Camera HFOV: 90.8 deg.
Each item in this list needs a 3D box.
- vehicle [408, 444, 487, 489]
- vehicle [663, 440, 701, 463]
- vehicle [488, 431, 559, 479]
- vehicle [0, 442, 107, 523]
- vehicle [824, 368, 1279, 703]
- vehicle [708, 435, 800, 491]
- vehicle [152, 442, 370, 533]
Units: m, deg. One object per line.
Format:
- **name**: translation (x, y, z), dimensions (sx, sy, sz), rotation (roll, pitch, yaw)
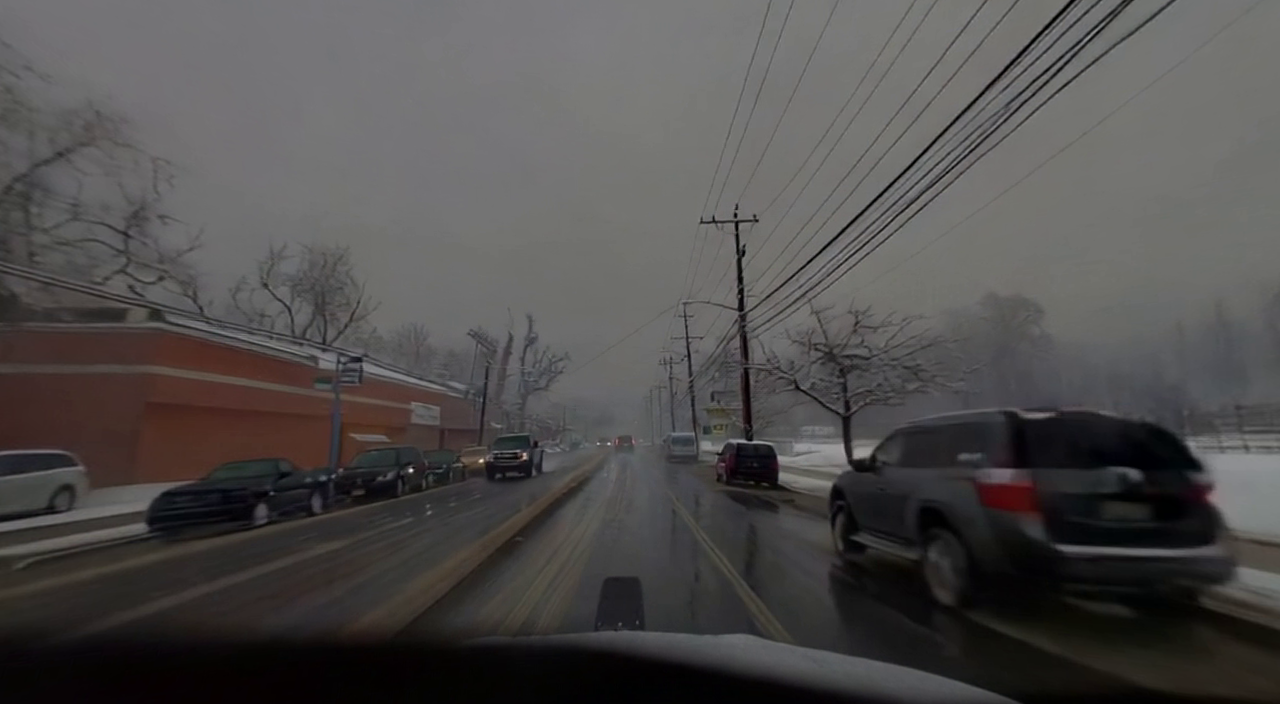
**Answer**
- **vehicle**: translation (-8.323, 4.942, 27.850), dimensions (1.791, 1.622, 5.056), rotation (-2, -7, 2)
- **vehicle**: translation (3.038, 7.023, 44.732), dimensions (2.261, 1.503, 4.695), rotation (-2, -8, 8)
- **vehicle**: translation (-5.209, 4.655, 28.737), dimensions (2.152, 1.918, 4.217), rotation (-3, -8, 4)
- **vehicle**: translation (-14.837, 2.845, 13.788), dimensions (1.969, 1.741, 5.148), rotation (0, -9, -1)
- **vehicle**: translation (3.471, 1.398, 6.008), dimensions (2.025, 1.843, 4.883), rotation (0, -9, 1)
- **vehicle**: translation (3.557, 3.559, 20.707), dimensions (2.136, 1.586, 4.919), rotation (0, -8, 1)
- **vehicle**: translation (-8.447, 2.998, 14.847), dimensions (2.113, 1.665, 5.062), rotation (0, -8, -2)
